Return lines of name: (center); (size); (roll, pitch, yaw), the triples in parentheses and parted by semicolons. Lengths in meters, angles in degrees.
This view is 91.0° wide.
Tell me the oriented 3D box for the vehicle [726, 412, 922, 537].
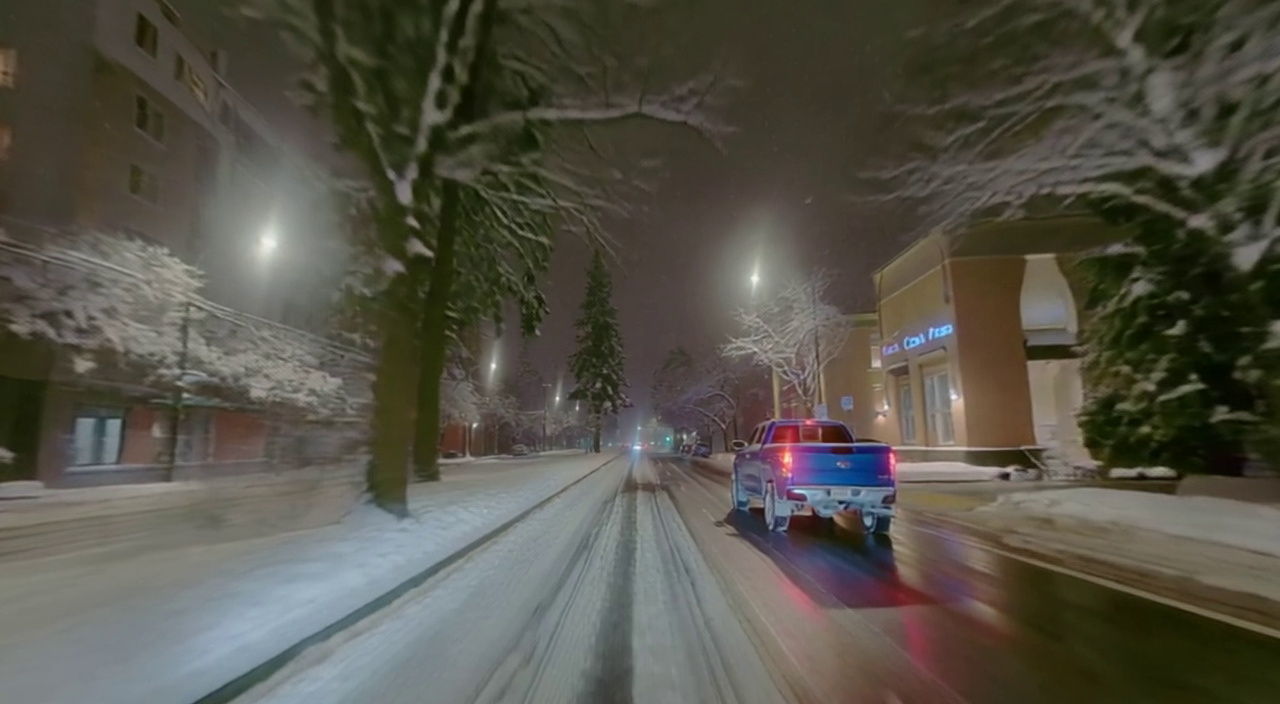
vehicle: (3.090, 2.207, 12.052); (2.085, 1.828, 5.383); (0, -9, 0)
